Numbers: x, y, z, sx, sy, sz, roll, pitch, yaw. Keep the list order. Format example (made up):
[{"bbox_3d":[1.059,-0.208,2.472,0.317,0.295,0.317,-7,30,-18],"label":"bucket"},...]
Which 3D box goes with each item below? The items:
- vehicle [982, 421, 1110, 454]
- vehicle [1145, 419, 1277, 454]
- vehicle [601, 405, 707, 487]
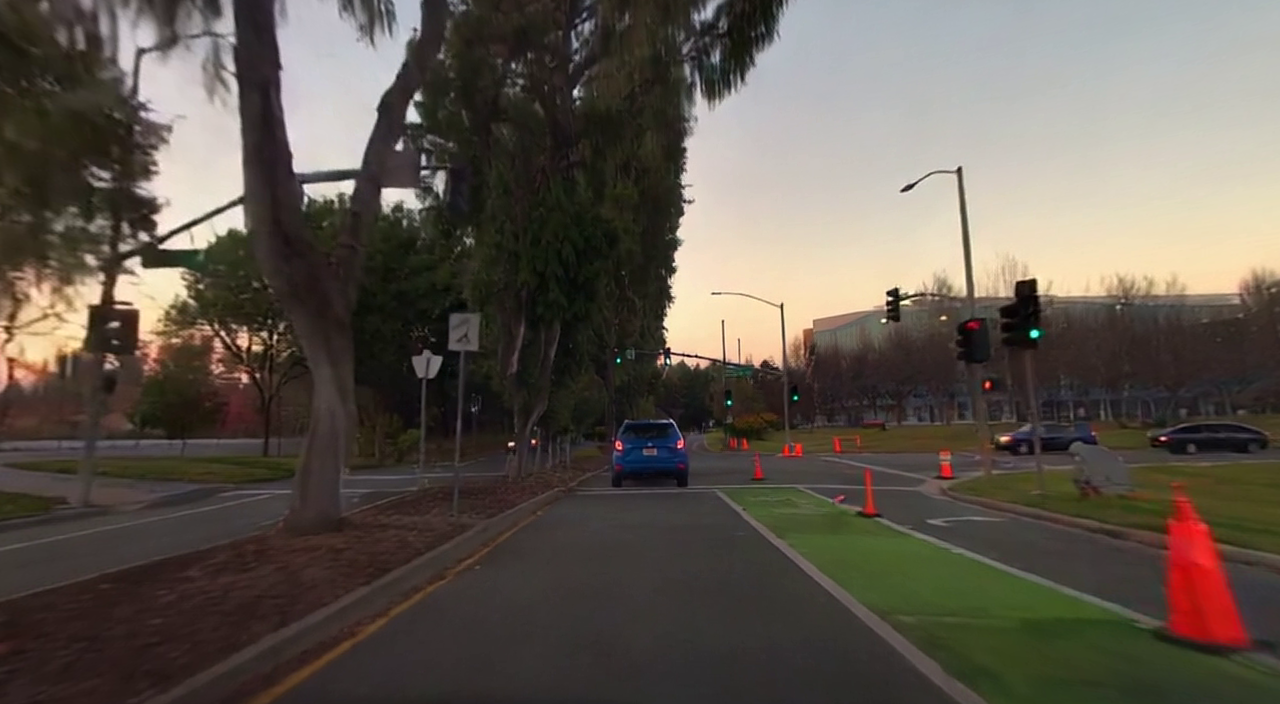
[{"bbox_3d":[18.488,3.934,28.939,4.492,1.422,1.961,1,-9,-1],"label":"vehicle"},{"bbox_3d":[26.293,3.936,29.170,4.343,1.518,1.845,1,-9,-3],"label":"vehicle"},{"bbox_3d":[0.314,2.421,16.338,2.339,1.790,4.629,0,-8,0],"label":"vehicle"}]
